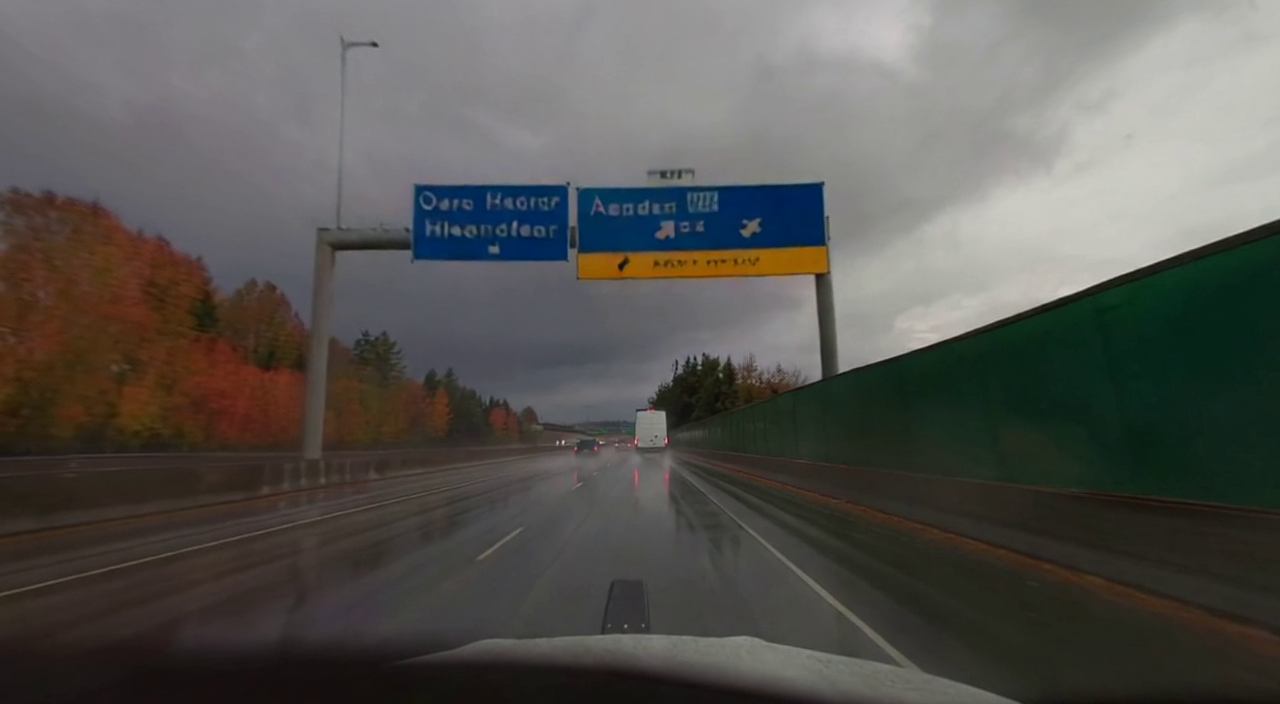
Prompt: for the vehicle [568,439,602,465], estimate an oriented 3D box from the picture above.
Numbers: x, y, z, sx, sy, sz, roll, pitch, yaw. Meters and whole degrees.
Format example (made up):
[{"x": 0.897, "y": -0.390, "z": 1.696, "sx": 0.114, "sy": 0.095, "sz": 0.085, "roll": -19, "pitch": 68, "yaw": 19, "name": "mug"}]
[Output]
[{"x": -3.500, "y": 6.431, "z": 40.673, "sx": 1.927, "sy": 1.556, "sz": 3.921, "roll": 0, "pitch": -8, "yaw": -1, "name": "vehicle"}]
